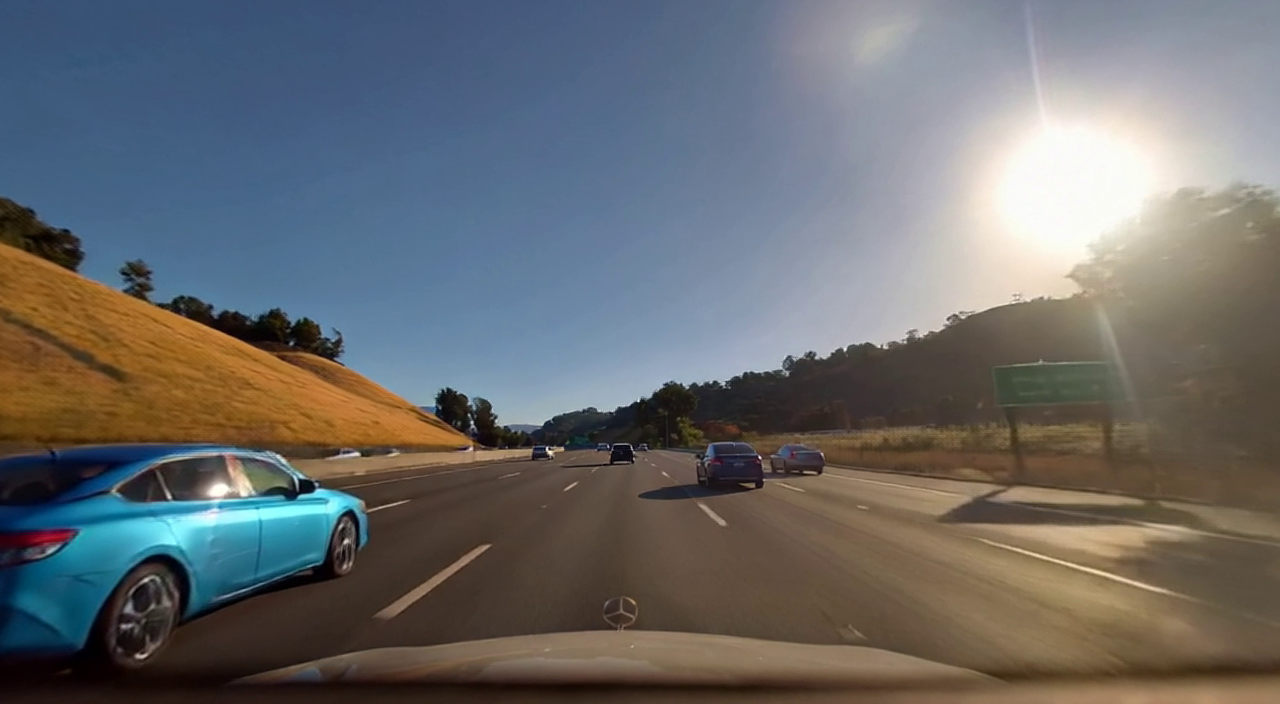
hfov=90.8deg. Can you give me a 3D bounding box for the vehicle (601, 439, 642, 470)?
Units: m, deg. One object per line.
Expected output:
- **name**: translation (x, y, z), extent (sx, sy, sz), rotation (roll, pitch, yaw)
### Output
- **vehicle**: translation (-1.042, 6.011, 37.162), extent (2.277, 1.675, 4.023), rotation (0, -8, 0)

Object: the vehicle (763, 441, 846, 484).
- **vehicle**: translation (6.102, 4.136, 24.008), extent (1.845, 1.452, 4.352), rotation (0, -8, -2)

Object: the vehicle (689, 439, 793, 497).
- **vehicle**: translation (2.813, 3.363, 18.786), extent (2.120, 1.492, 4.734), rotation (0, -8, -2)

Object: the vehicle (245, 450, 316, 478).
- **vehicle**: translation (-26.222, 8.164, 46.330), extent (2.390, 1.856, 4.803), rotation (1, -8, 0)
